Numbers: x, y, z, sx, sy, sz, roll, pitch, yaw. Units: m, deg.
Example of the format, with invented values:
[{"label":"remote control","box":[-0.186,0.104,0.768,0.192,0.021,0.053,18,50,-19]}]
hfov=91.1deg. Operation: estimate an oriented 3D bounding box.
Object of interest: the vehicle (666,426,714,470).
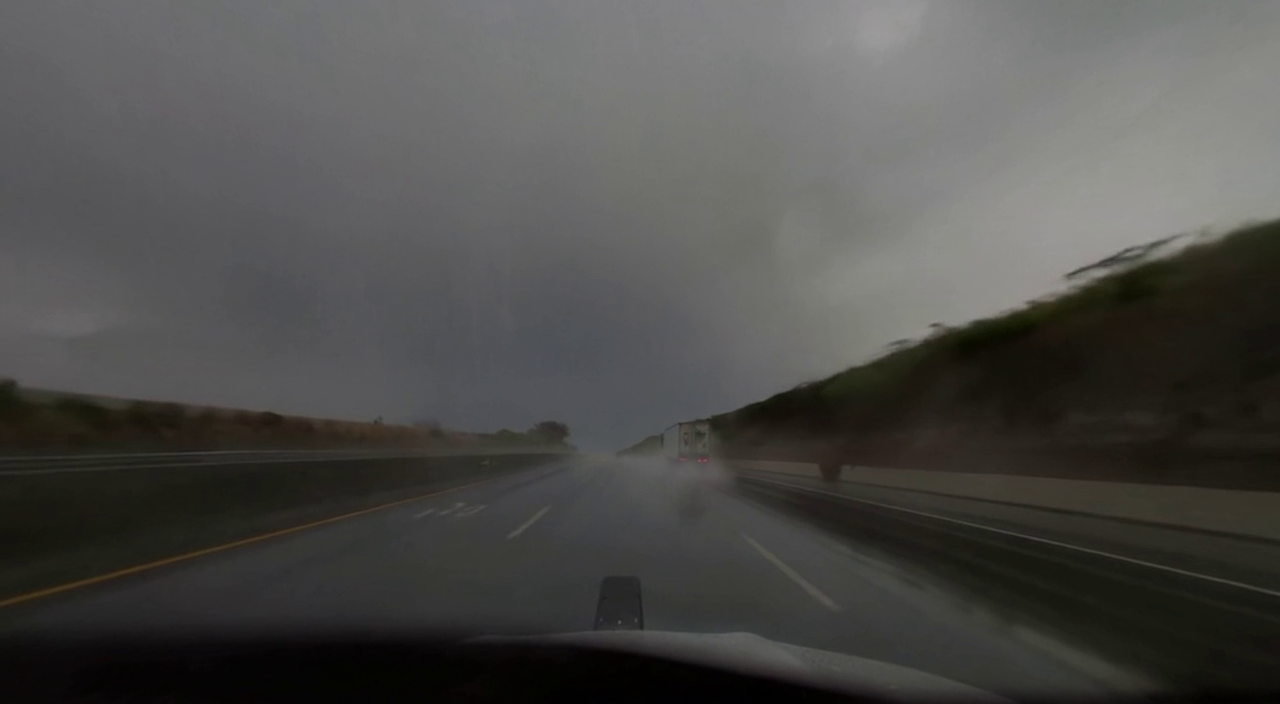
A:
[{"label":"vehicle","box":[3.199,6.312,41.322,2.527,2.682,4.082,0,-9,-4]}]
